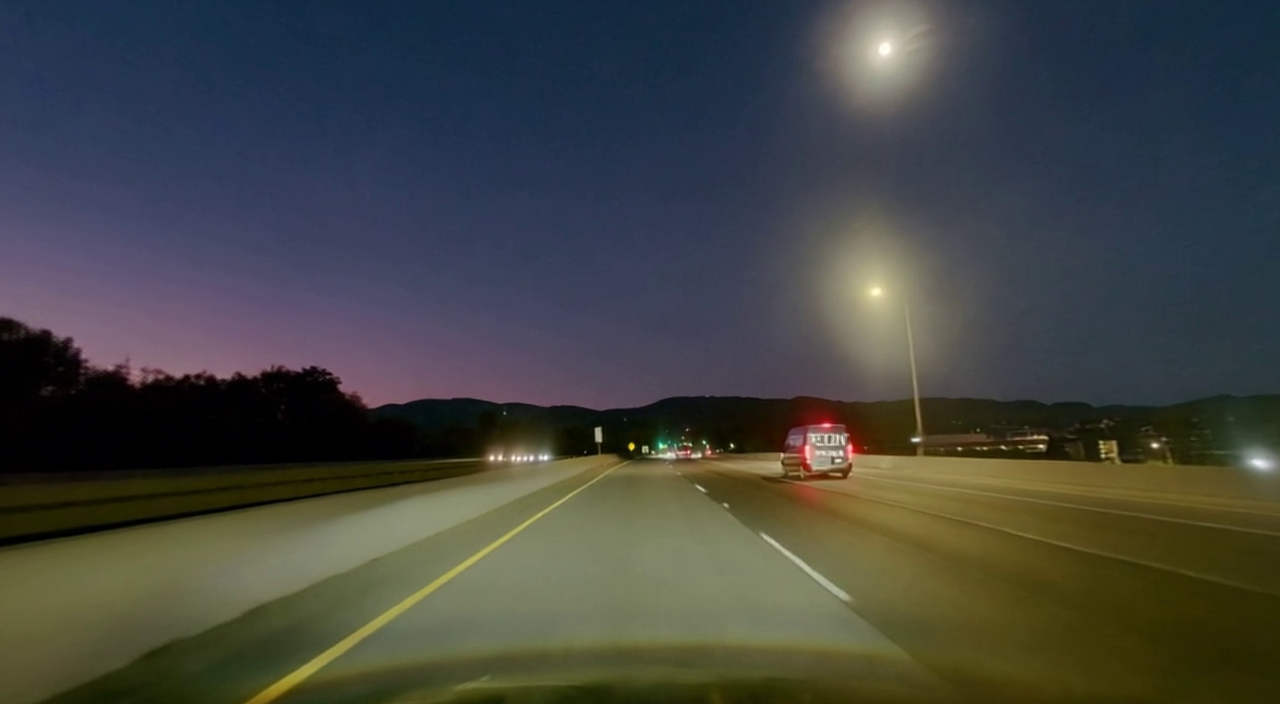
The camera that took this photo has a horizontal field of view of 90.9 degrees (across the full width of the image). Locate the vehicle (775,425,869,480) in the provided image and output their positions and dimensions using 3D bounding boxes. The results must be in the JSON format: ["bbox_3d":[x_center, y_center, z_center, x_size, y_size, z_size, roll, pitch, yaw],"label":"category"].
[{"bbox_3d":[7.497,4.233,26.694,2.275,2.059,5.543,0,-8,-1],"label":"vehicle"}]
